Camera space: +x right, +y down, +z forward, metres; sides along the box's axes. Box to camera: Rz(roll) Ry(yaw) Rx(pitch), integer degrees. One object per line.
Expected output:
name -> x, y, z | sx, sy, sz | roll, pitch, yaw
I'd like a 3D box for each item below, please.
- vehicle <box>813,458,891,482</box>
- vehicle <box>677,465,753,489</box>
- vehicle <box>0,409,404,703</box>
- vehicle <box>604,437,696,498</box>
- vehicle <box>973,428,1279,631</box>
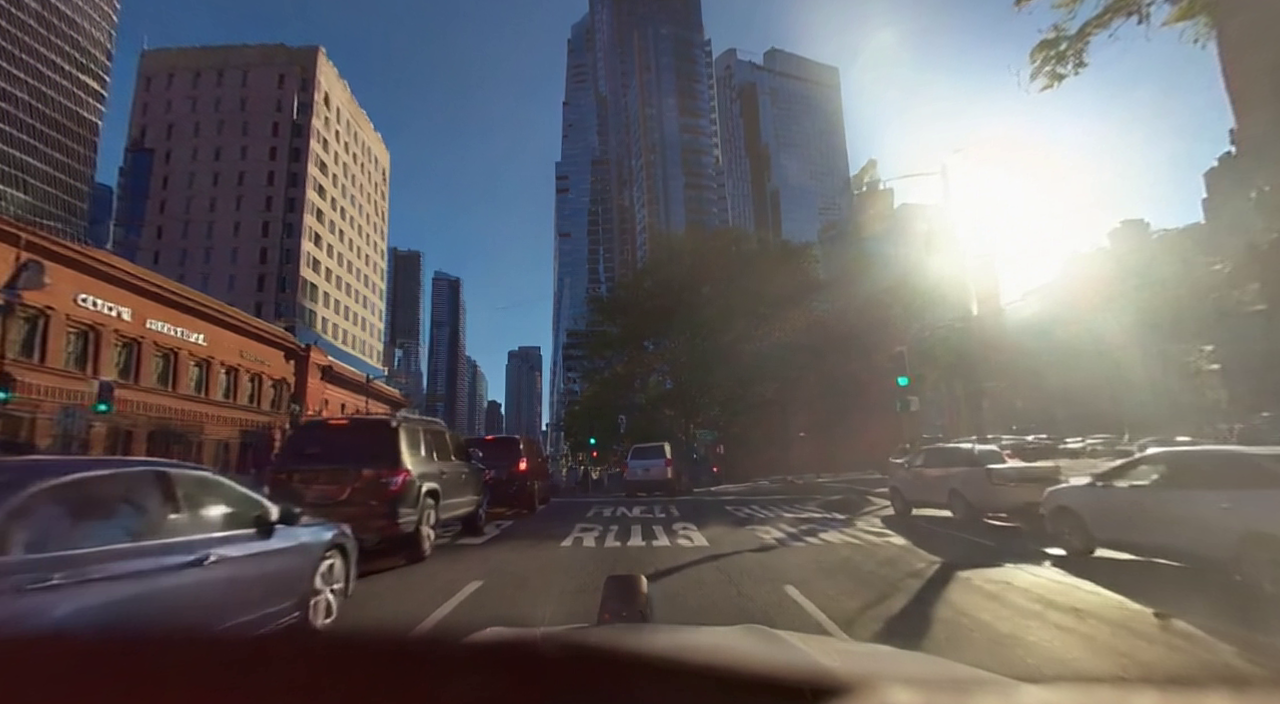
vehicle -> 13.609, 7.589, 40.715 | 4.371, 1.439, 1.818 | 0, -9, 1
vehicle -> 5.044, 8.478, 42.853 | 4.766, 1.502, 1.891 | 1, -9, -7
vehicle -> -3.038, 1.087, 3.139 | 1.930, 1.450, 4.497 | 0, -9, 1
vehicle -> 0.510, 3.794, 21.155 | 2.328, 1.746, 5.072 | -2, -9, 10
vehicle -> 5.845, 1.667, 6.899 | 1.919, 1.529, 4.558 | 0, -9, 1
